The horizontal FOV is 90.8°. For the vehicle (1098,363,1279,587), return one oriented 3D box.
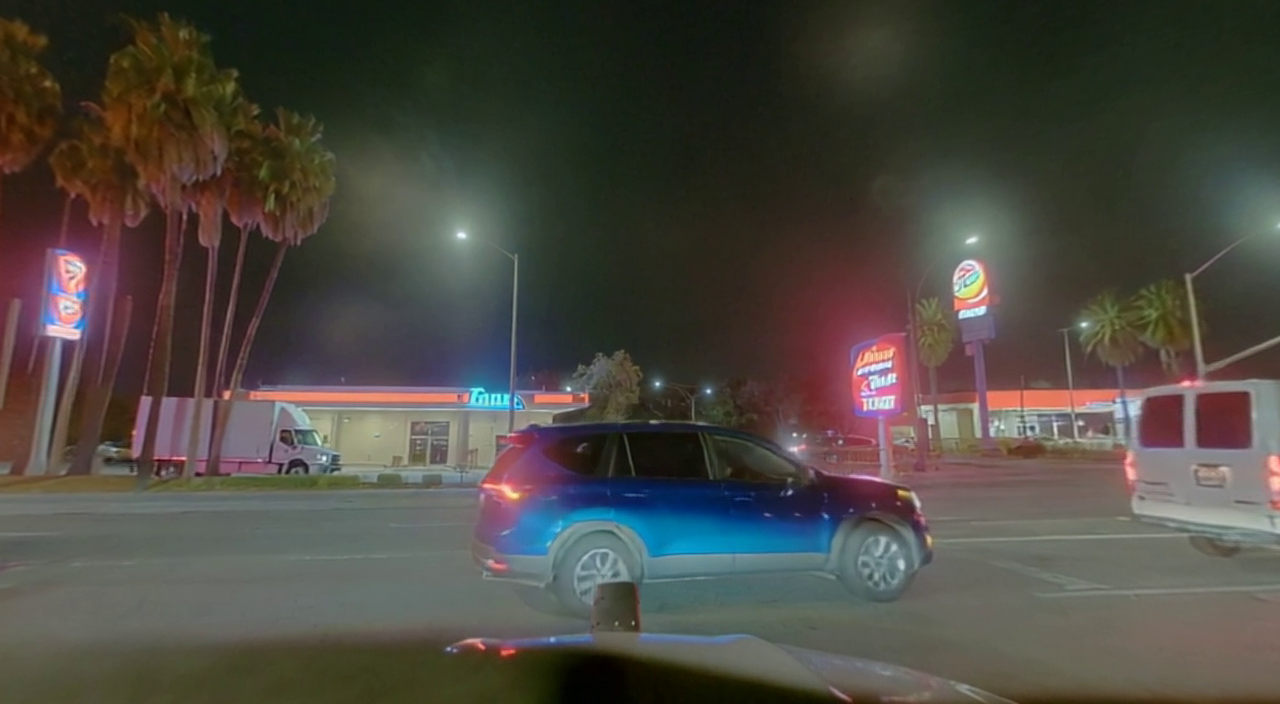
[{"bbox_3d":[9.374,1.403,7.514,6.246,2.202,2.277,1,-9,-6],"label":"vehicle"}]

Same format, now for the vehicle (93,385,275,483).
[{"bbox_3d":[-20.718,3.909,29.531,3.034,3.929,7.699,1,-9,-5],"label":"vehicle"}]

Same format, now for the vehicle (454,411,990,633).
[{"bbox_3d":[0.656,1.533,6.363,4.493,1.728,2.137,1,-9,-7],"label":"vehicle"}]
